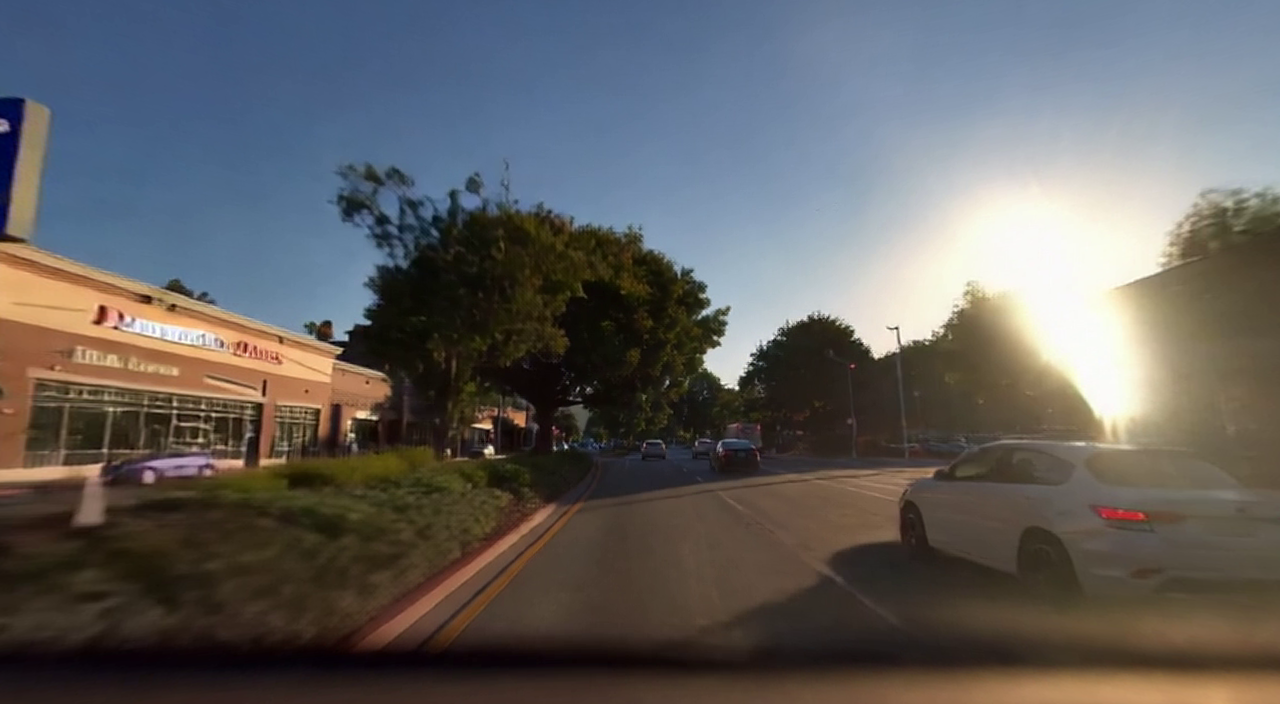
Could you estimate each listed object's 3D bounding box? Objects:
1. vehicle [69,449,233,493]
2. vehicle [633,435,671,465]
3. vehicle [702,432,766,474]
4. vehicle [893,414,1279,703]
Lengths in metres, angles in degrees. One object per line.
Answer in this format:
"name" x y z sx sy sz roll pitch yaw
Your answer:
"vehicle" -18.856 4.573 24.630 2.280 1.489 5.106 0 -8 1
"vehicle" 0.683 5.767 37.191 2.098 1.682 3.778 0 -8 0
"vehicle" 3.999 4.386 27.443 2.115 1.692 4.189 0 -8 0
"vehicle" 4.050 1.365 5.379 1.908 1.463 4.506 0 -8 1
